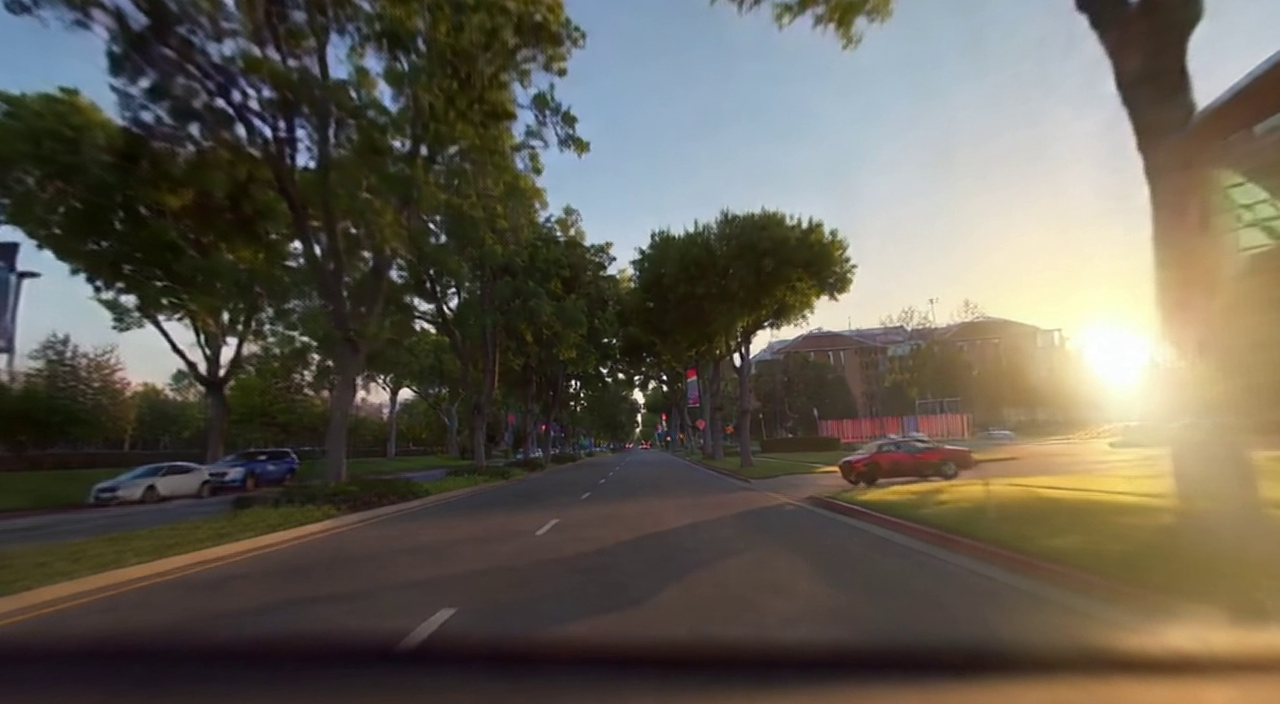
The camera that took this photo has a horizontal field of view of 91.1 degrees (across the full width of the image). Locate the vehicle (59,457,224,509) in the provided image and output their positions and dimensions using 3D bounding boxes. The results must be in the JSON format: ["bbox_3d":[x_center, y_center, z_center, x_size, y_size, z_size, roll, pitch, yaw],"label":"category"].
[{"bbox_3d":[-17.442,4.563,22.366,1.873,1.544,4.794,0,-9,1],"label":"vehicle"}]

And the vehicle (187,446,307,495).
[{"bbox_3d":[-17.333,5.208,28.058,2.301,1.821,4.731,-4,-9,0],"label":"vehicle"}]

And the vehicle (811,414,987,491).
[{"bbox_3d":[8.543,3.370,21.112,4.716,1.672,2.330,-9,-8,-2],"label":"vehicle"}]
